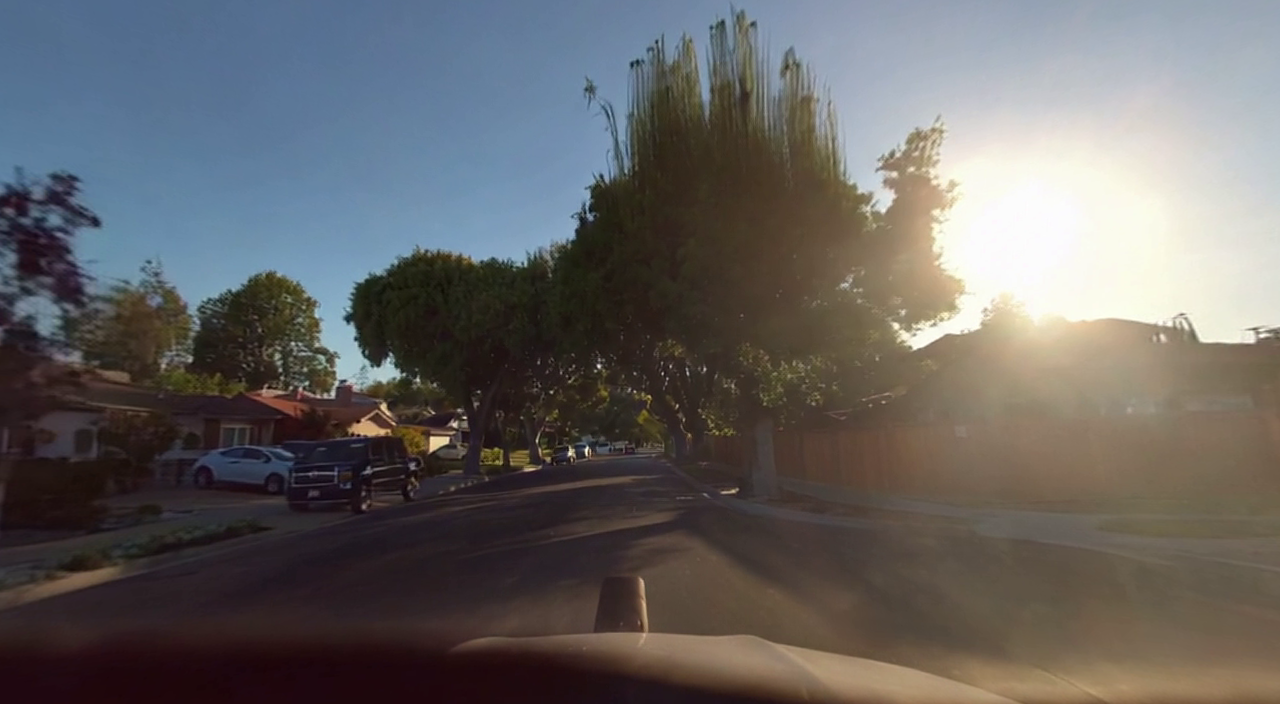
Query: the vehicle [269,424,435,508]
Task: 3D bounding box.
[{"bbox_3d":[-7.379,3.024,16.894,2.091,1.912,4.598,0,-10,2],"label":"vehicle"}]
